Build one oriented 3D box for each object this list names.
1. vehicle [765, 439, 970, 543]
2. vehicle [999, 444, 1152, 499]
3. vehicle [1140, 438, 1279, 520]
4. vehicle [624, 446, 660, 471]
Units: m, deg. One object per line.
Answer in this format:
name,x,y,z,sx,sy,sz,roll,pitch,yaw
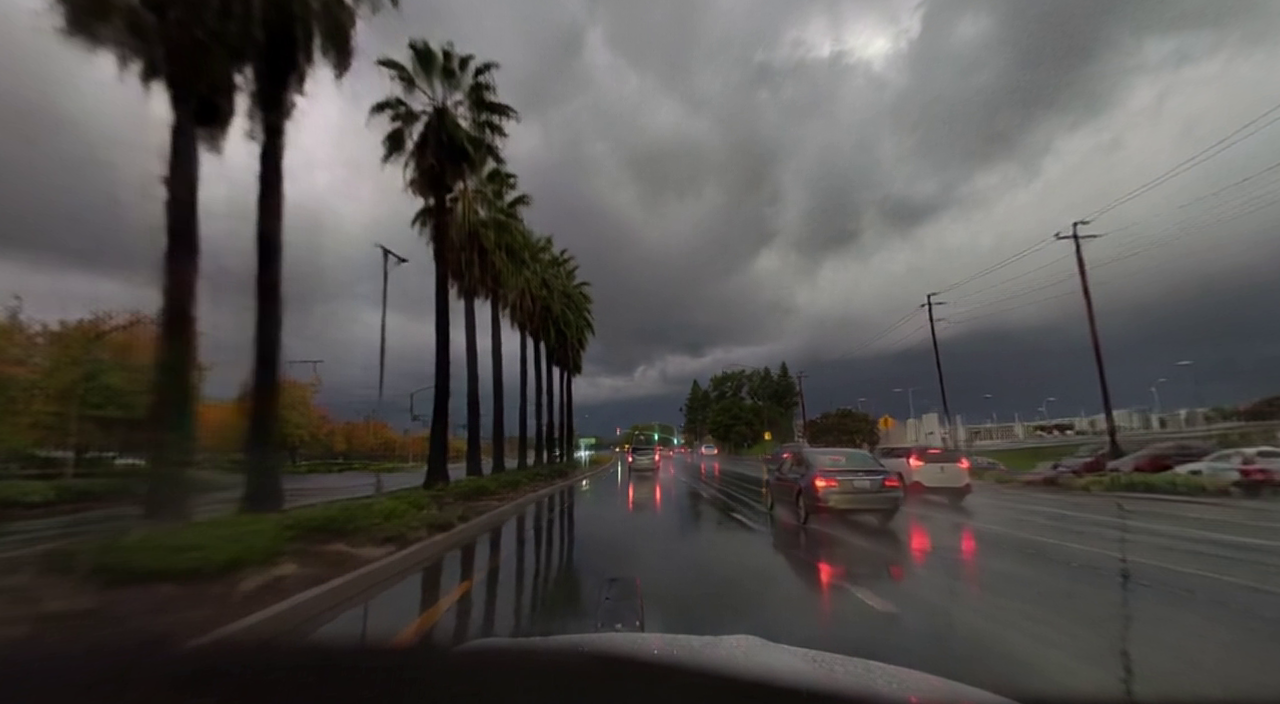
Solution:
vehicle,3.682,2.316,11.248,1.875,1.452,4.453,0,-9,-2
vehicle,15.151,4.140,22.377,2.017,1.710,4.715,0,-9,0
vehicle,15.140,3.070,15.676,1.954,1.800,4.165,0,-9,0
vehicle,0.078,6.404,38.206,2.031,1.444,4.361,0,-9,-1
